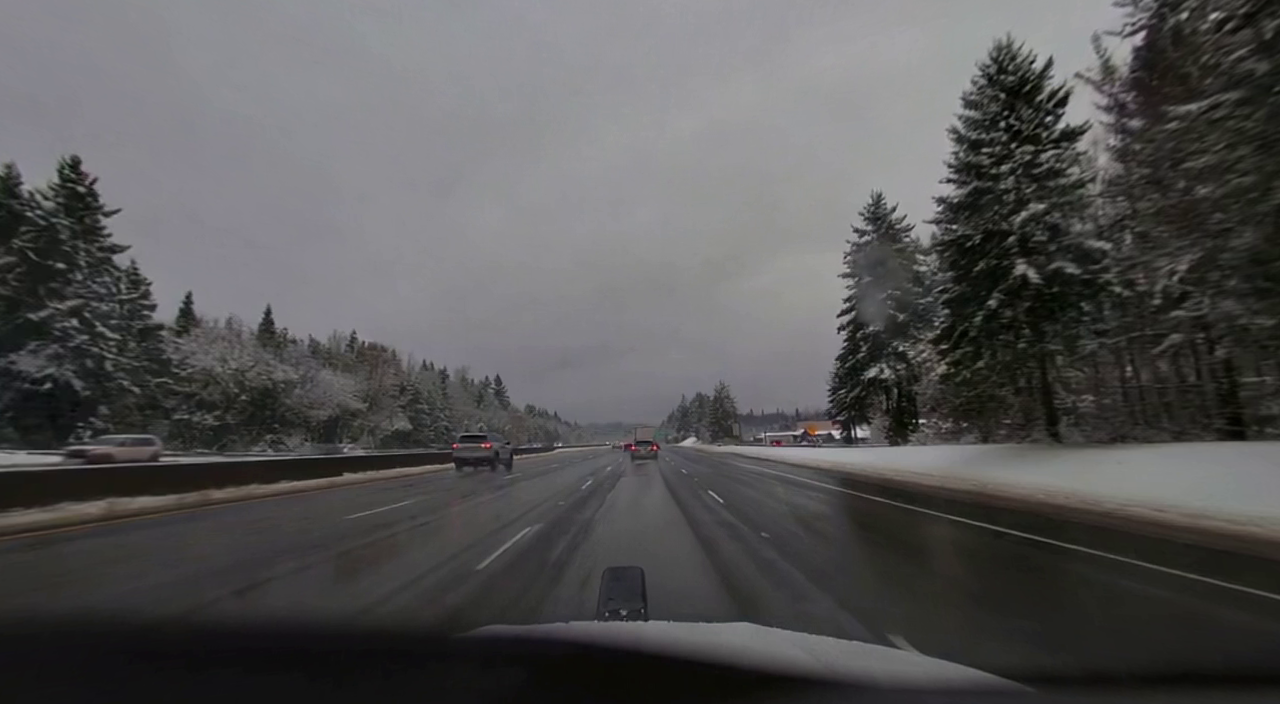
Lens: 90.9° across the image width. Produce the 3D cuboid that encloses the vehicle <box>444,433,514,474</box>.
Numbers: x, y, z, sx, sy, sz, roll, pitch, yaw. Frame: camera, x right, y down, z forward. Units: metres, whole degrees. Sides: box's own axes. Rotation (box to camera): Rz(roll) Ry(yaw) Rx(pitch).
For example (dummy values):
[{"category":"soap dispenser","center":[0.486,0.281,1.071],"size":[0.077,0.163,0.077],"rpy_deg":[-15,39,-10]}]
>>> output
[{"category":"vehicle","center":[-7.535,4.777,29.972],"size":[2.093,1.789,4.399],"rpy_deg":[0,-8,1]}]

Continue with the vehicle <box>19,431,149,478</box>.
[{"category":"vehicle","center":[-29.290,5.395,33.491],"size":[2.171,2.237,5.038],"rpy_deg":[0,-8,1]}]

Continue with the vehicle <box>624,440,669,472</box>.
[{"category":"vehicle","center":[0.292,5.200,31.852],"size":[2.112,1.482,4.082],"rpy_deg":[0,-8,0]}]

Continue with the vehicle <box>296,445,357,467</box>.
[{"category":"vehicle","center":[-21.618,7.153,43.653],"size":[1.850,1.444,4.446],"rpy_deg":[0,-8,1]}]
